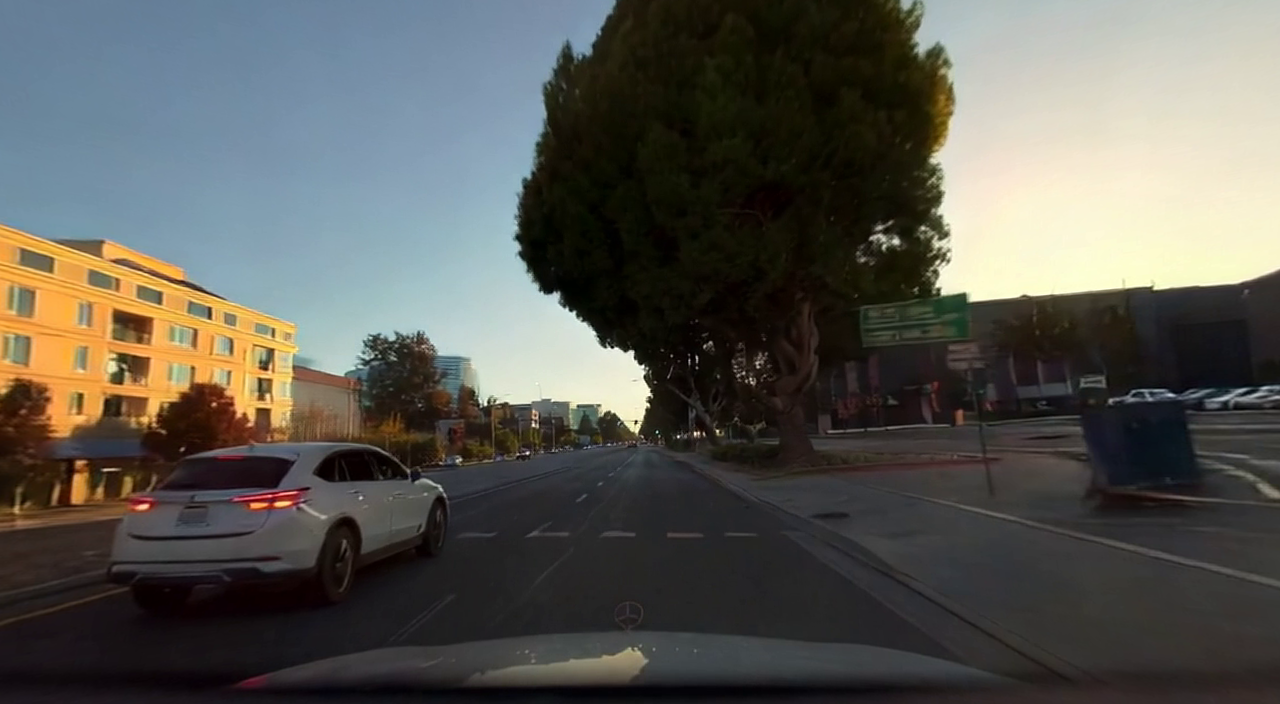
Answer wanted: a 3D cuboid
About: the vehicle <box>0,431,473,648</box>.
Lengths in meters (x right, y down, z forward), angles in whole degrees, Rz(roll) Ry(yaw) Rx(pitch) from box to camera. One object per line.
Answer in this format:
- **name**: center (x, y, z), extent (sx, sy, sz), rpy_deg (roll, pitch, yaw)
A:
- **vehicle**: center (-3.459, 1.648, 6.766), extent (1.972, 1.490, 4.591), rpy_deg (0, -8, 2)
